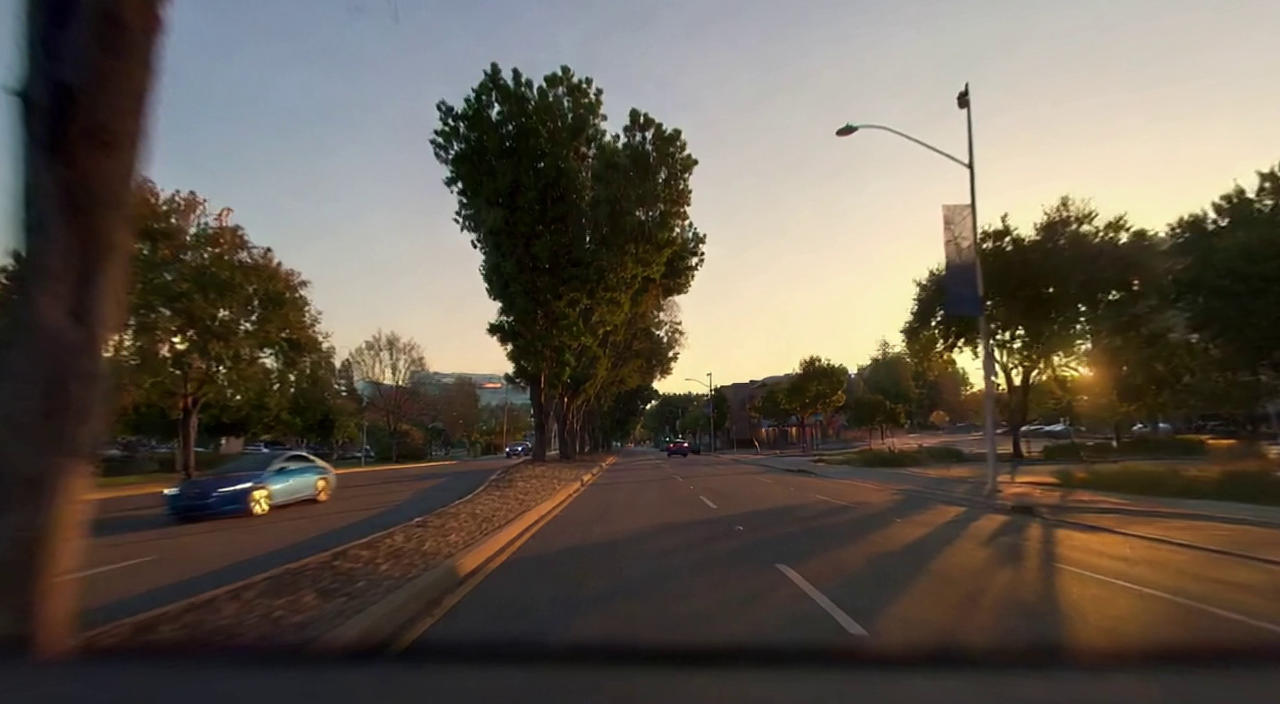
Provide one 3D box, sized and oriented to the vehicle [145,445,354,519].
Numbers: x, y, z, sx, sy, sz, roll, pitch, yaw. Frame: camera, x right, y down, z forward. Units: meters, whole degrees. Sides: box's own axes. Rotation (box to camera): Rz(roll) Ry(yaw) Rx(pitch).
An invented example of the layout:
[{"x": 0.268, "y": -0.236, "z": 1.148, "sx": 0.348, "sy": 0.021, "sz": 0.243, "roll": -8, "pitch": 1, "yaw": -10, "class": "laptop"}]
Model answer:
[{"x": -8.772, "y": 2.919, "z": 14.816, "sx": 1.882, "sy": 1.437, "sz": 4.672, "roll": 0, "pitch": -8, "yaw": 0, "class": "vehicle"}]
